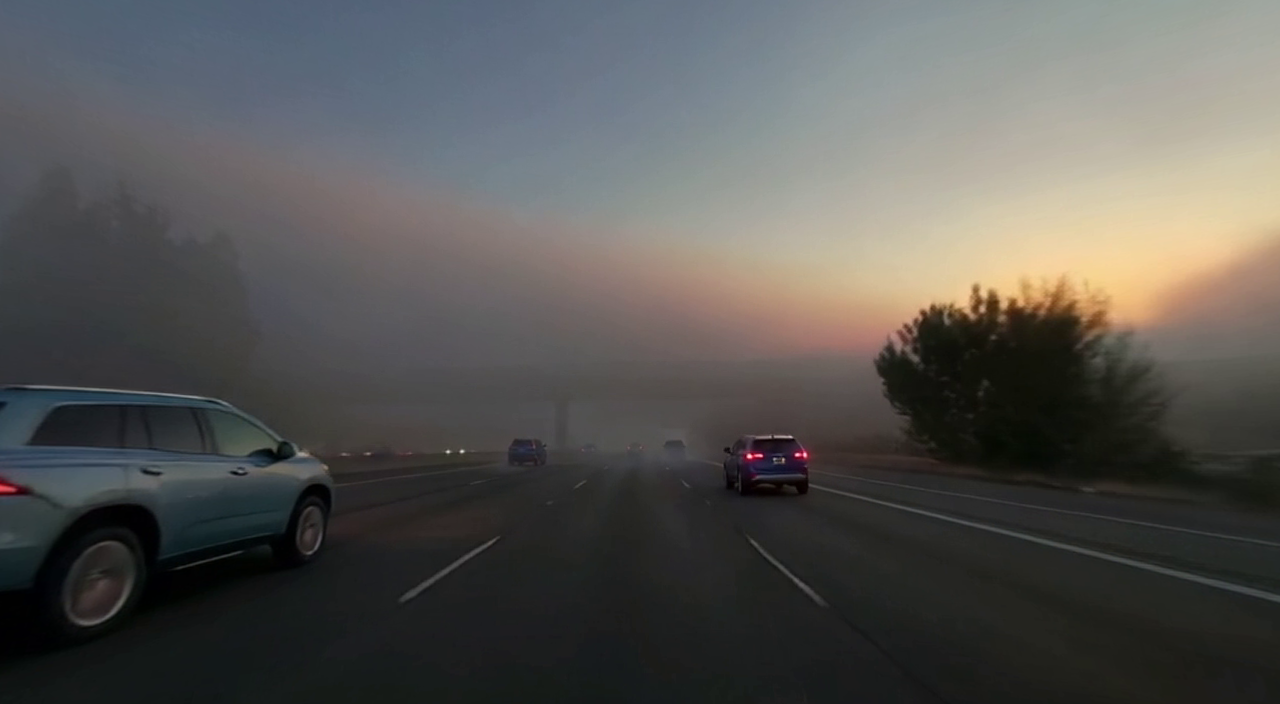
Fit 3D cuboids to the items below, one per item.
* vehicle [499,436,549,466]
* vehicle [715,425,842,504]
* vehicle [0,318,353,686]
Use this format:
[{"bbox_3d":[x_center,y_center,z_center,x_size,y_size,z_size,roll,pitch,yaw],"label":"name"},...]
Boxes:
[{"bbox_3d":[-7.437,6.390,40.927,2.193,1.818,4.995,0,-8,1],"label":"vehicle"},{"bbox_3d":[3.376,2.858,16.432,2.185,1.749,4.477,0,-8,-1],"label":"vehicle"},{"bbox_3d":[-4.311,1.007,4.825,2.018,1.872,4.728,0,-8,0],"label":"vehicle"}]
